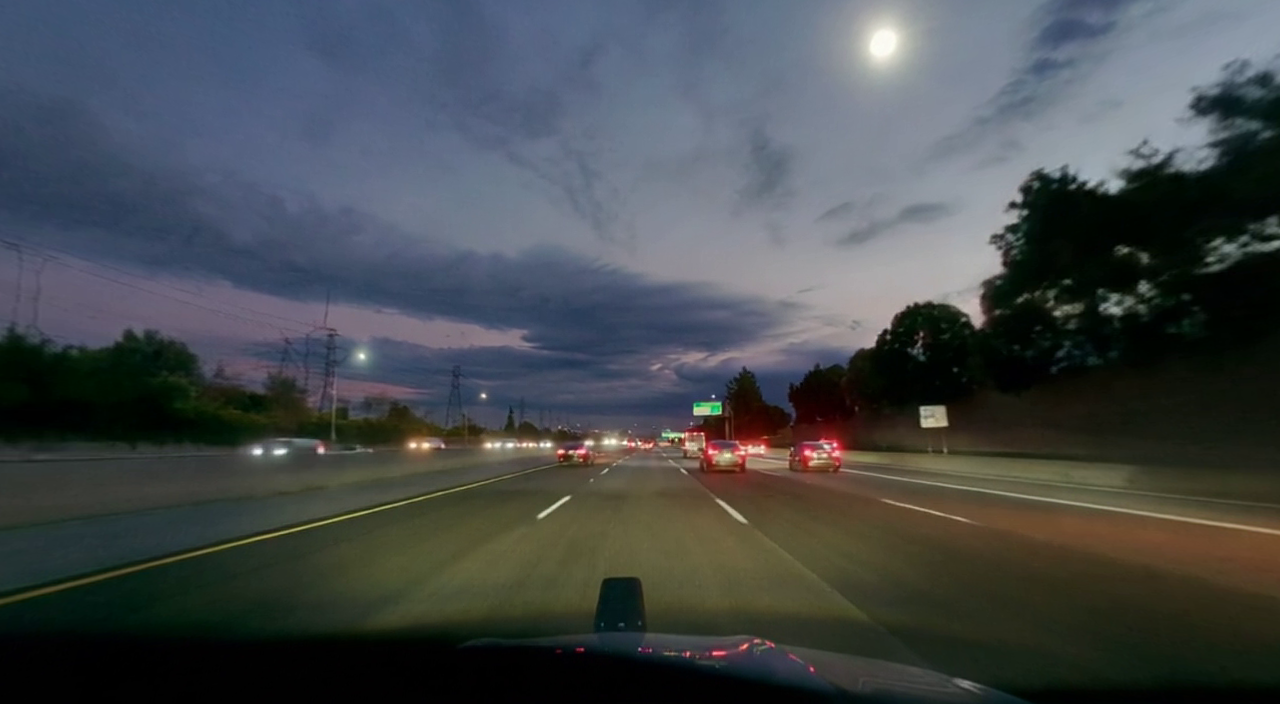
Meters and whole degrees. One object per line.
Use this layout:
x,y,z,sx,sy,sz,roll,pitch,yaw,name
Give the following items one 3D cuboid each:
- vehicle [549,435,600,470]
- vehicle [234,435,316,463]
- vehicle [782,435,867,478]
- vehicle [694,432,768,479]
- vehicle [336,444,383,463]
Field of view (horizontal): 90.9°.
-3.402,5.303,33.458,2.106,1.682,4.395,-1,-8,2,vehicle
-25.865,6.892,44.969,2.229,1.809,5.847,-1,-8,2,vehicle
7.333,4.197,25.633,1.988,1.518,4.856,0,-8,0,vehicle
3.424,3.987,24.638,2.146,1.639,4.475,0,-8,-1,vehicle
-21.952,7.924,49.516,1.716,1.427,4.233,-1,-8,1,vehicle
